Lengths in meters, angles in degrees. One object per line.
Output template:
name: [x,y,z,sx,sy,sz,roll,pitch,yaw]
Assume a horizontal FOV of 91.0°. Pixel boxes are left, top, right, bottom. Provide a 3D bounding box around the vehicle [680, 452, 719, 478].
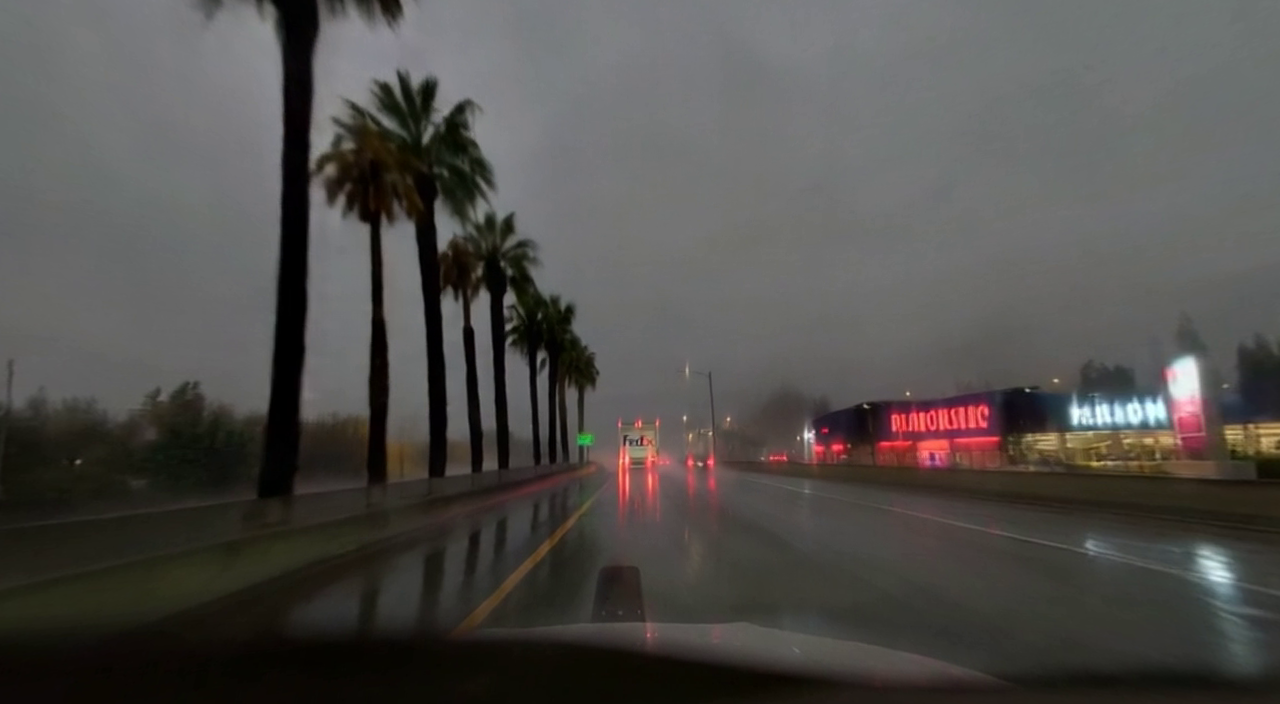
vehicle: [3.759,7.168,40.293,1.966,1.558,4.238,0,-9,-2]
